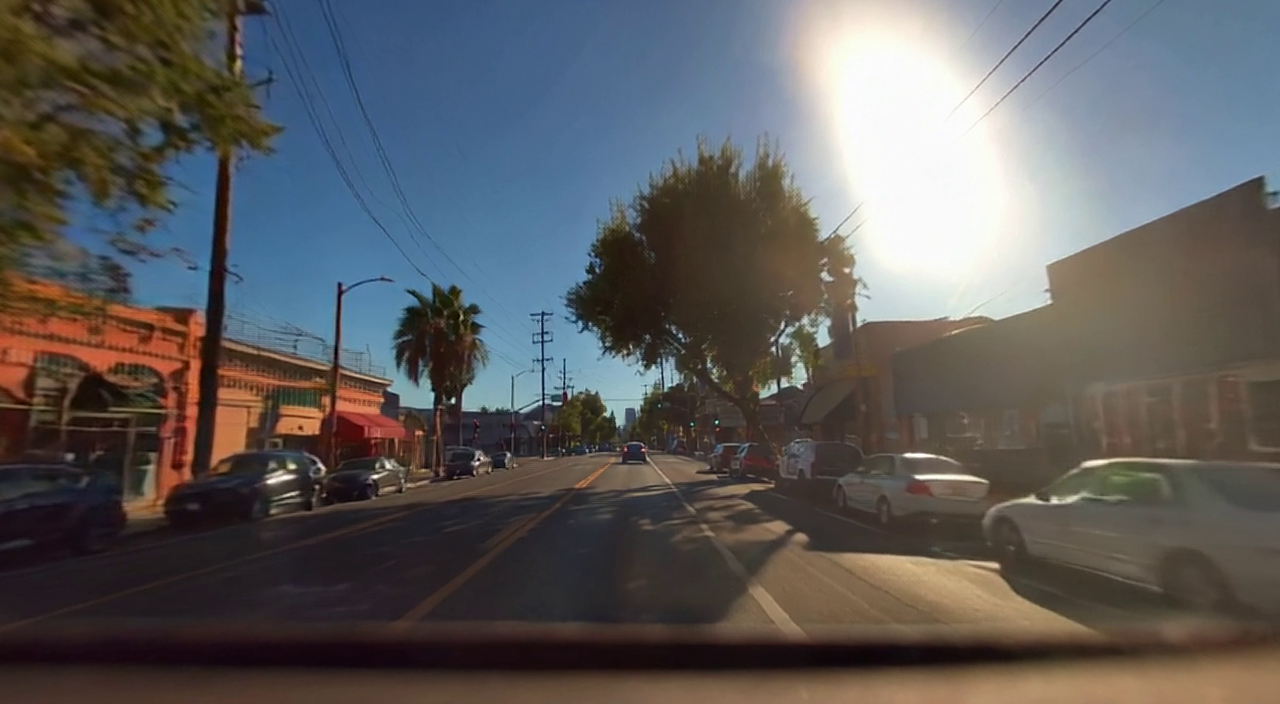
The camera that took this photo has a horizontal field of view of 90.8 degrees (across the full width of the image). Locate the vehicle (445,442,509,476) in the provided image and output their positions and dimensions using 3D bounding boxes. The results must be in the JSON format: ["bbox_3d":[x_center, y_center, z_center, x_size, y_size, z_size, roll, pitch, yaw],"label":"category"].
[{"bbox_3d":[-9.712,6.456,38.296,2.305,1.883,5.580,-1,-9,1],"label":"vehicle"}]

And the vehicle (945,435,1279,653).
[{"bbox_3d":[5.428,1.609,6.263,2.163,1.484,5.019,0,-9,-2],"label":"vehicle"}]

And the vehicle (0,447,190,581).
[{"bbox_3d":[-9.857,2.353,9.483,2.081,1.819,5.607,0,-9,0],"label":"vehicle"}]

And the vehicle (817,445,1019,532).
[{"bbox_3d":[5.551,2.757,13.516,2.089,1.459,4.930,0,-8,0],"label":"vehicle"}]

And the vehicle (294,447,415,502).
[{"bbox_3d":[-10.125,4.345,23.017,1.988,1.718,5.661,0,-9,-2],"label":"vehicle"}]

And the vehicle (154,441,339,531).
[{"bbox_3d":[-10.128,3.419,16.858,2.020,2.013,4.758,0,-9,-3],"label":"vehicle"}]

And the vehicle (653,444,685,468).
[{"bbox_3d":[2.008,7.323,44.768,1.998,1.580,4.015,0,-9,-1],"label":"vehicle"}]
